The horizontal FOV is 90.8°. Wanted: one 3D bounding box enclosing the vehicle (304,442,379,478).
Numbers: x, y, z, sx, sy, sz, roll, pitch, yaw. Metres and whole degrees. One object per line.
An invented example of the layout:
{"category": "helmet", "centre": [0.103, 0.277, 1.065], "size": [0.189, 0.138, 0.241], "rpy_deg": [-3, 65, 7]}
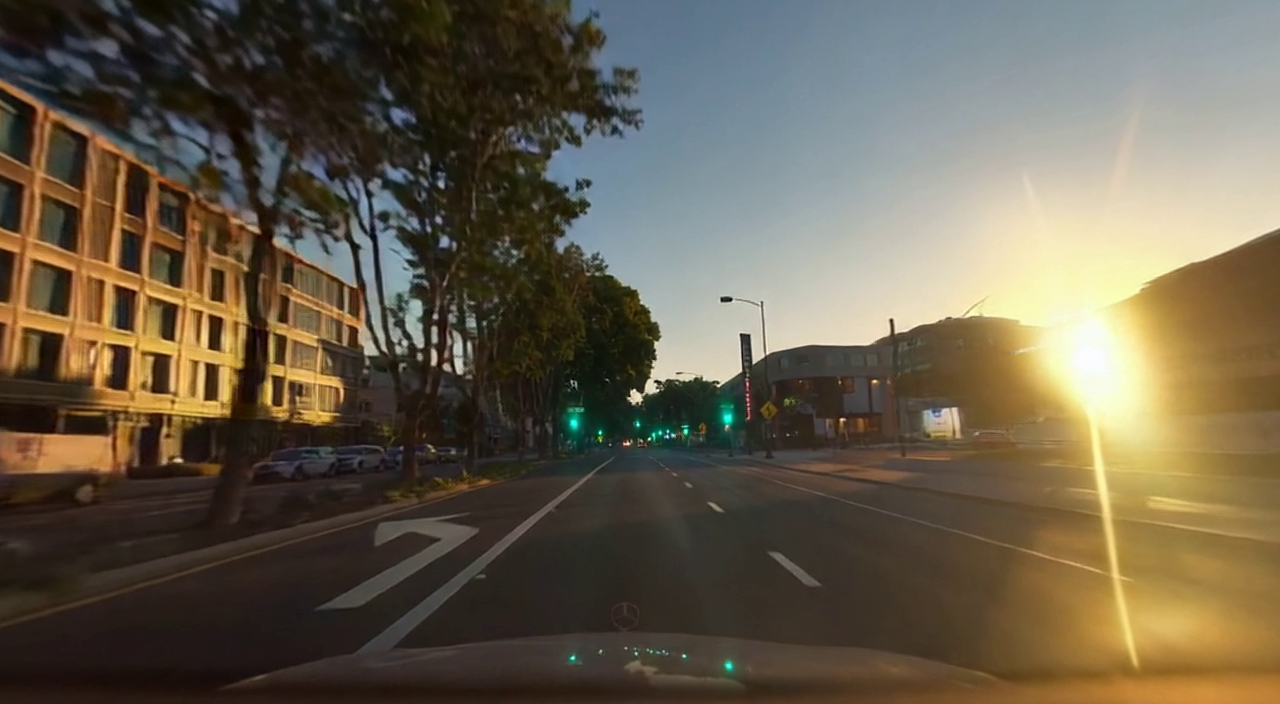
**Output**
{"category": "vehicle", "centre": [-15.918, 5.736, 33.990], "size": [1.880, 1.791, 4.666], "rpy_deg": [0, -8, -2]}

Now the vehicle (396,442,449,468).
{"category": "vehicle", "centre": [-15.684, 7.423, 45.817], "size": [1.978, 1.760, 5.097], "rpy_deg": [0, -8, 0]}

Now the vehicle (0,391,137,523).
{"category": "vehicle", "centre": [-15.384, 2.396, 14.348], "size": [2.335, 2.896, 6.785], "rpy_deg": [-1, -9, -1]}

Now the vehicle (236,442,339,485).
{"category": "vehicle", "centre": [-15.569, 4.920, 28.266], "size": [1.950, 1.749, 5.006], "rpy_deg": [1, -8, -4]}

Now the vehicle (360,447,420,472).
{"category": "vehicle", "centre": [-15.497, 6.661, 39.405], "size": [1.776, 1.468, 5.089], "rpy_deg": [0, -8, -1]}
